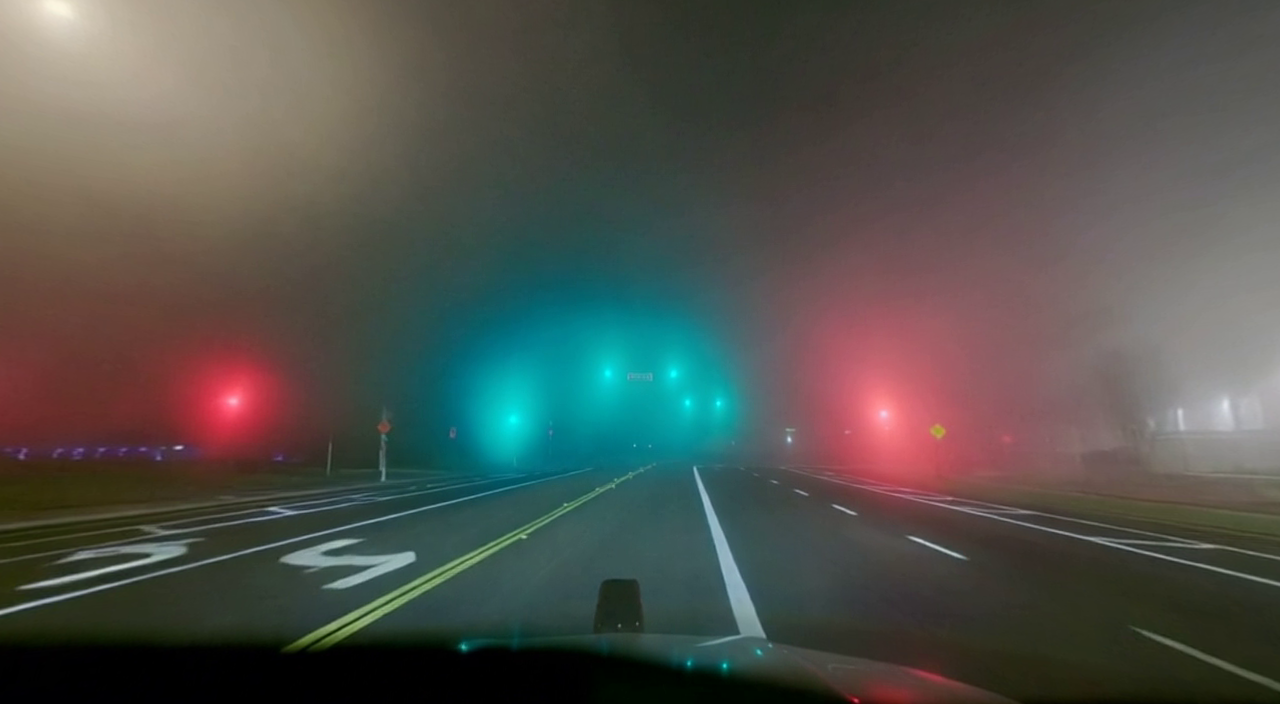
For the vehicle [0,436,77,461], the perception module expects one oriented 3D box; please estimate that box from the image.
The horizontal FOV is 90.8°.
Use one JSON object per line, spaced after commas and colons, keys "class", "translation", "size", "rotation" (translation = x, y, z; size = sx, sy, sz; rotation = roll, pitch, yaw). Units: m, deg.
{"class": "vehicle", "translation": [-40.864, 6.465, 42.429], "size": [4.347, 1.588, 1.816], "rotation": [8, -12, -43]}
